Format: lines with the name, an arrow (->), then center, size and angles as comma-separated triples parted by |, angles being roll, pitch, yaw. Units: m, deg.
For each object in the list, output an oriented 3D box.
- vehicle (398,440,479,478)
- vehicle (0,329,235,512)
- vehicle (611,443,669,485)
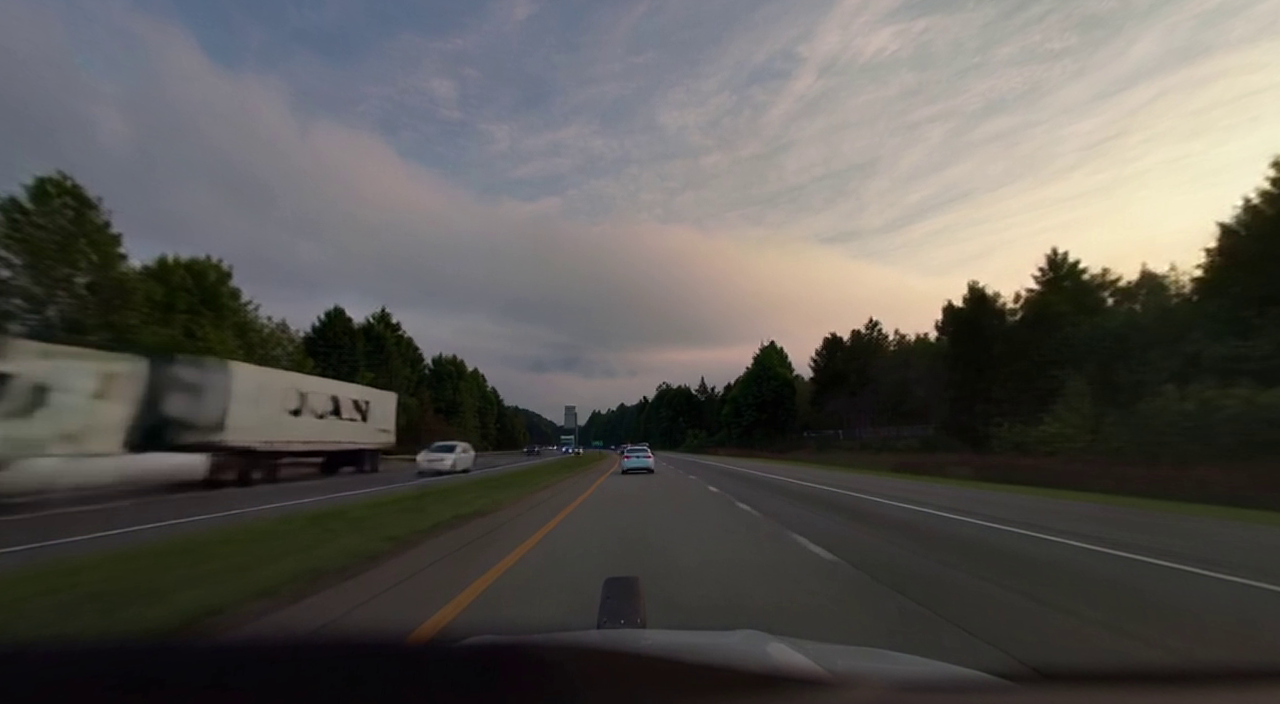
vehicle -> -8.545, 4.568, 27.187 | 1.945, 1.471, 4.726 | 0, -9, 0
vehicle -> -13.287, 1.730, 14.725 | 2.649, 3.362, 7.432 | 0, -9, 0
vehicle -> -0.030, 4.371, 24.924 | 2.114, 1.523, 4.012 | 0, -9, -1
